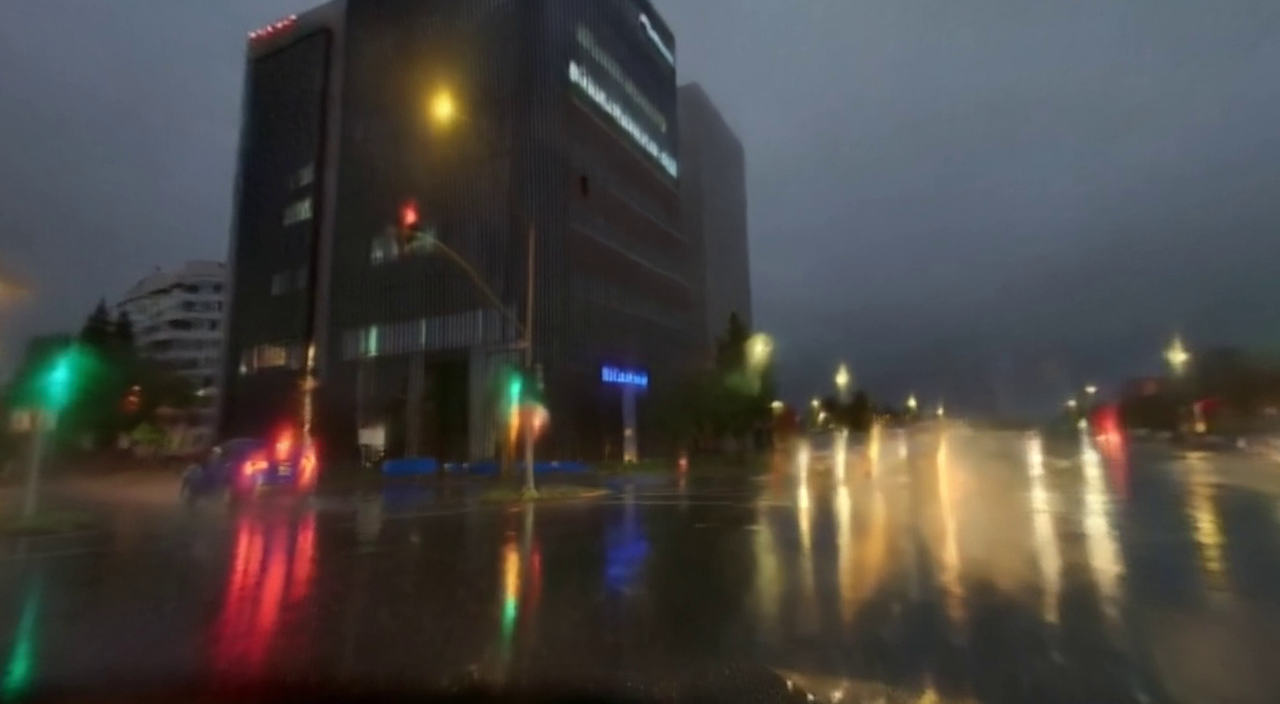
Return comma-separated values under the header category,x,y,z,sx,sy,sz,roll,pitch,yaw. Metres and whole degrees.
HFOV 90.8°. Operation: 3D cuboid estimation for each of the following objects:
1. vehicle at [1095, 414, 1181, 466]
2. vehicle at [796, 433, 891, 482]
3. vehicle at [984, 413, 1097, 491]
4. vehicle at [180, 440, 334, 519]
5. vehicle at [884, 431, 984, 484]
category,x,y,z,sx,sy,sz,roll,pitch,yaw
vehicle,22.989,4.088,29.430,2.453,2.122,5.431,-5,-9,32
vehicle,7.602,3.846,23.350,2.005,1.596,4.342,-6,-10,36
vehicle,11.013,2.684,17.194,2.162,1.788,4.602,-6,-10,35
vehicle,-10.158,3.231,16.616,4.445,1.762,2.238,-8,-12,43
vehicle,9.832,3.453,20.936,2.163,1.529,4.210,-6,-10,35
